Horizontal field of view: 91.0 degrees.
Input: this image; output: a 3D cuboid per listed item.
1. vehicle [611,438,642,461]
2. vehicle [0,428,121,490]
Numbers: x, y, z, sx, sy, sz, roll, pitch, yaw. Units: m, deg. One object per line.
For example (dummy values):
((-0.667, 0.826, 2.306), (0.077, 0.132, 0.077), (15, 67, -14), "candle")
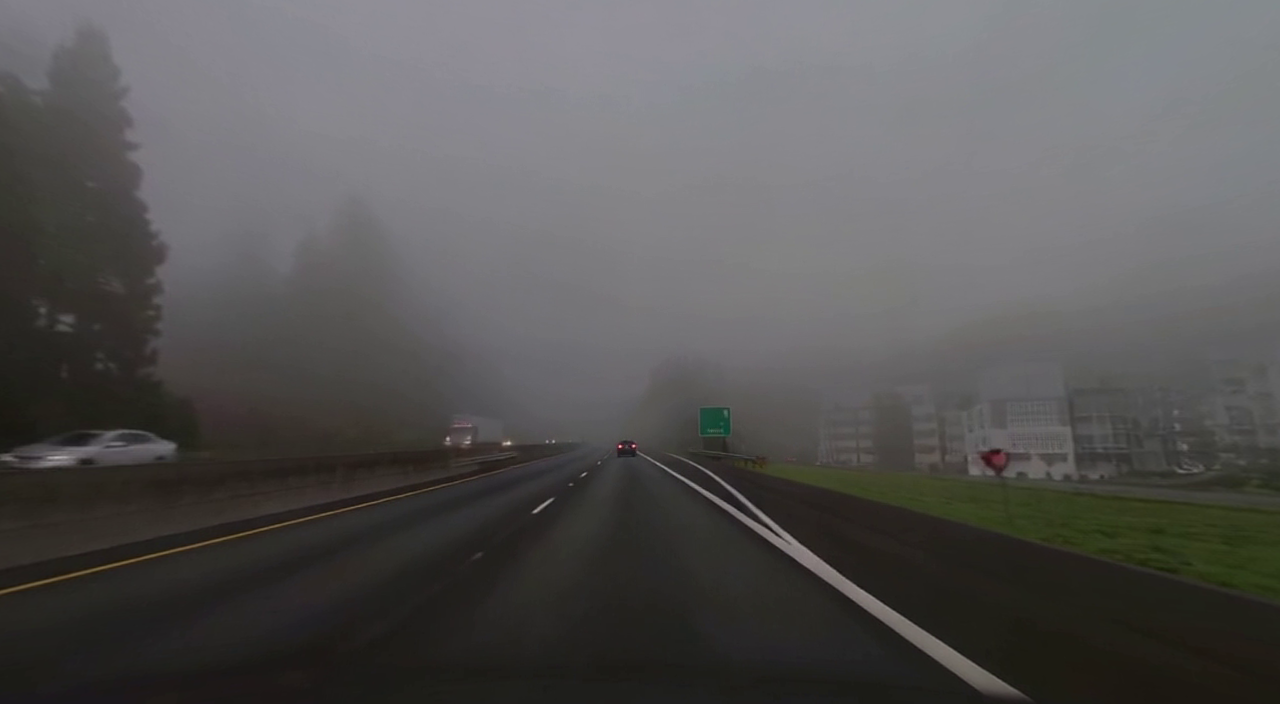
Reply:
((-0.991, 6.846, 44.261), (2.099, 1.504, 3.843), (0, -8, -2), "vehicle")
((-16.268, 2.777, 16.488), (1.913, 1.476, 4.020), (0, -8, -1), "vehicle")
